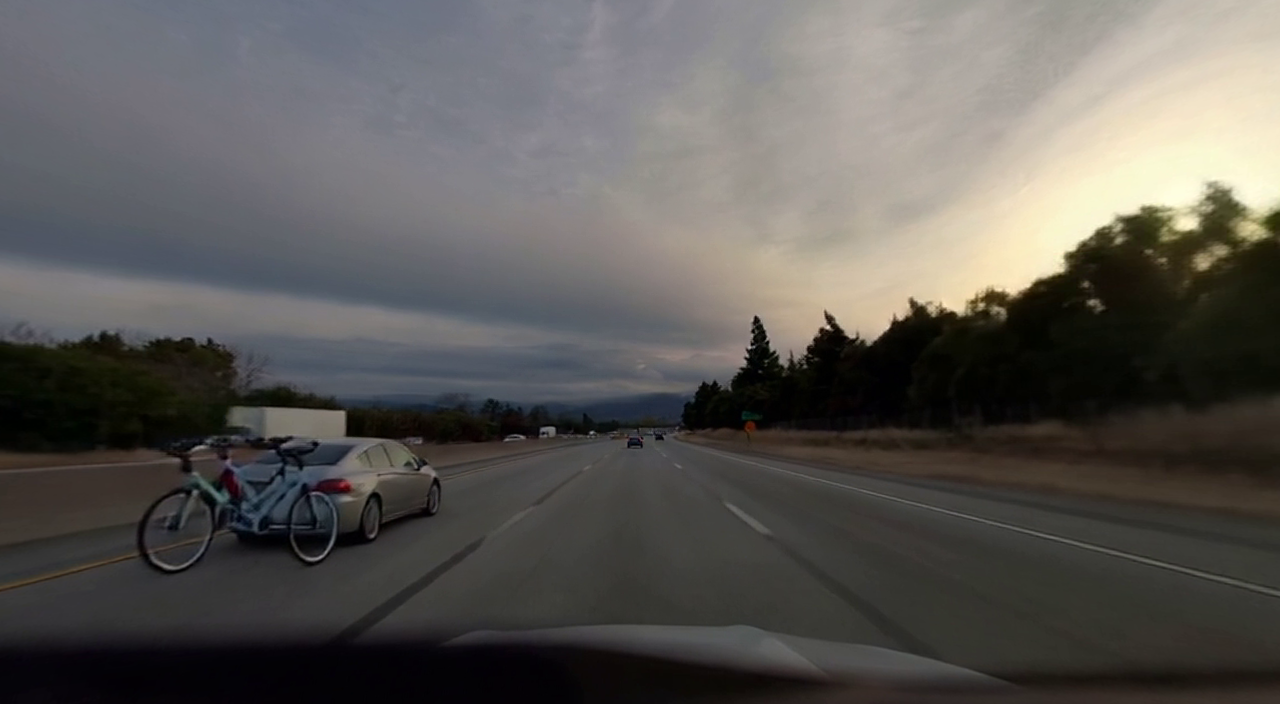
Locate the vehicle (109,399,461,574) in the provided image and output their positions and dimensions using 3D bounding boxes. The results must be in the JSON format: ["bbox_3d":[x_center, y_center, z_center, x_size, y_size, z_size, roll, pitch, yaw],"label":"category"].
[{"bbox_3d":[-4.001,1.572,8.239,2.064,1.647,4.381,0,-8,0],"label":"vehicle"}]
